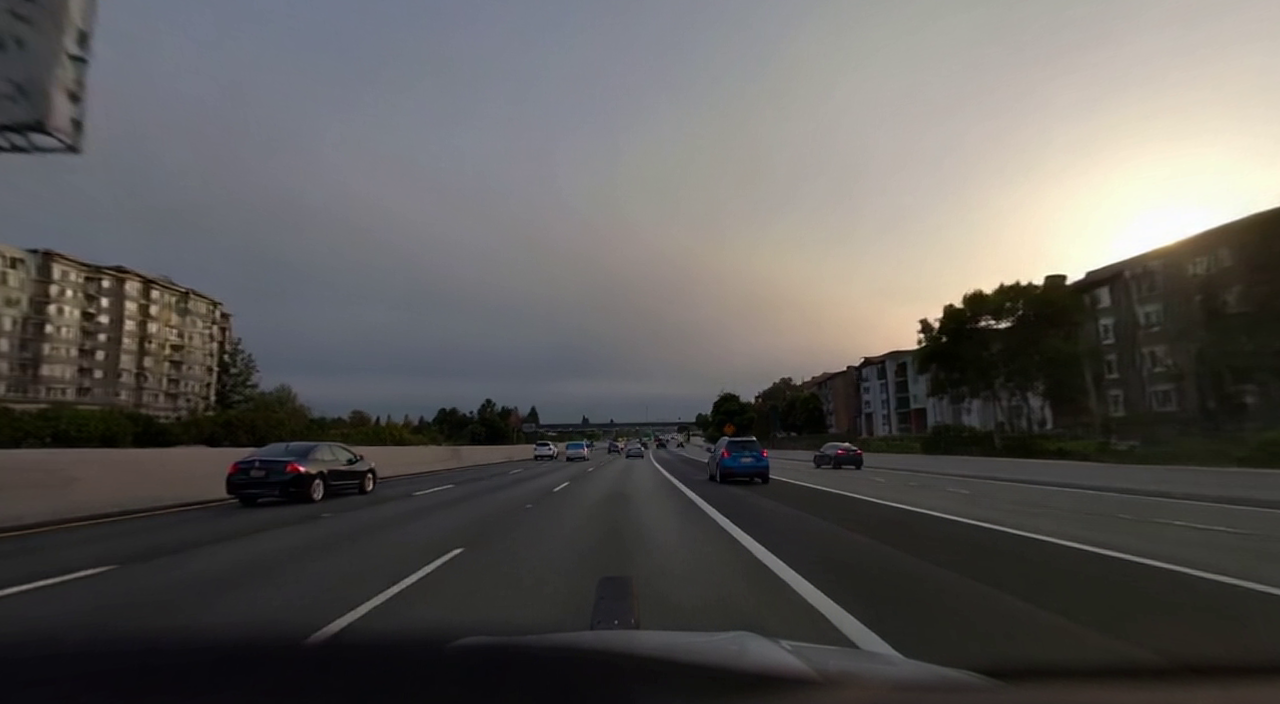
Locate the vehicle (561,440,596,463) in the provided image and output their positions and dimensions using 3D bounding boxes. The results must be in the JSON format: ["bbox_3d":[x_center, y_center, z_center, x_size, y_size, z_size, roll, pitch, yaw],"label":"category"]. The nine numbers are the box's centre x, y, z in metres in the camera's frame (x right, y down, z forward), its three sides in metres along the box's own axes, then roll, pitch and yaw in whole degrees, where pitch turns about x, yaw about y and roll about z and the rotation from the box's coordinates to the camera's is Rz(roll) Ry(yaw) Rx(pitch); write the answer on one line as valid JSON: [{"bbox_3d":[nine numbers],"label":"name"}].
[{"bbox_3d":[-4.218,6.889,43.798,2.002,1.466,4.378,0,-8,0],"label":"vehicle"}]

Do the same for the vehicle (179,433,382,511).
[{"bbox_3d":[-7.888,2.664,14.526,2.021,1.496,4.495,0,-8,0],"label":"vehicle"}]

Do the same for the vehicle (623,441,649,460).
[{"bbox_3d":[-0.324,7.787,49.946,1.992,1.431,4.055,0,-8,-1],"label":"vehicle"}]

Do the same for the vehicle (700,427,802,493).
[{"bbox_3d":[3.101,3.122,18.587,2.080,1.694,4.286,0,-8,-2],"label":"vehicle"}]

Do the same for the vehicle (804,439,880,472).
[{"bbox_3d":[9.632,4.944,30.470,2.061,1.459,4.273,1,-8,-3],"label":"vehicle"}]
